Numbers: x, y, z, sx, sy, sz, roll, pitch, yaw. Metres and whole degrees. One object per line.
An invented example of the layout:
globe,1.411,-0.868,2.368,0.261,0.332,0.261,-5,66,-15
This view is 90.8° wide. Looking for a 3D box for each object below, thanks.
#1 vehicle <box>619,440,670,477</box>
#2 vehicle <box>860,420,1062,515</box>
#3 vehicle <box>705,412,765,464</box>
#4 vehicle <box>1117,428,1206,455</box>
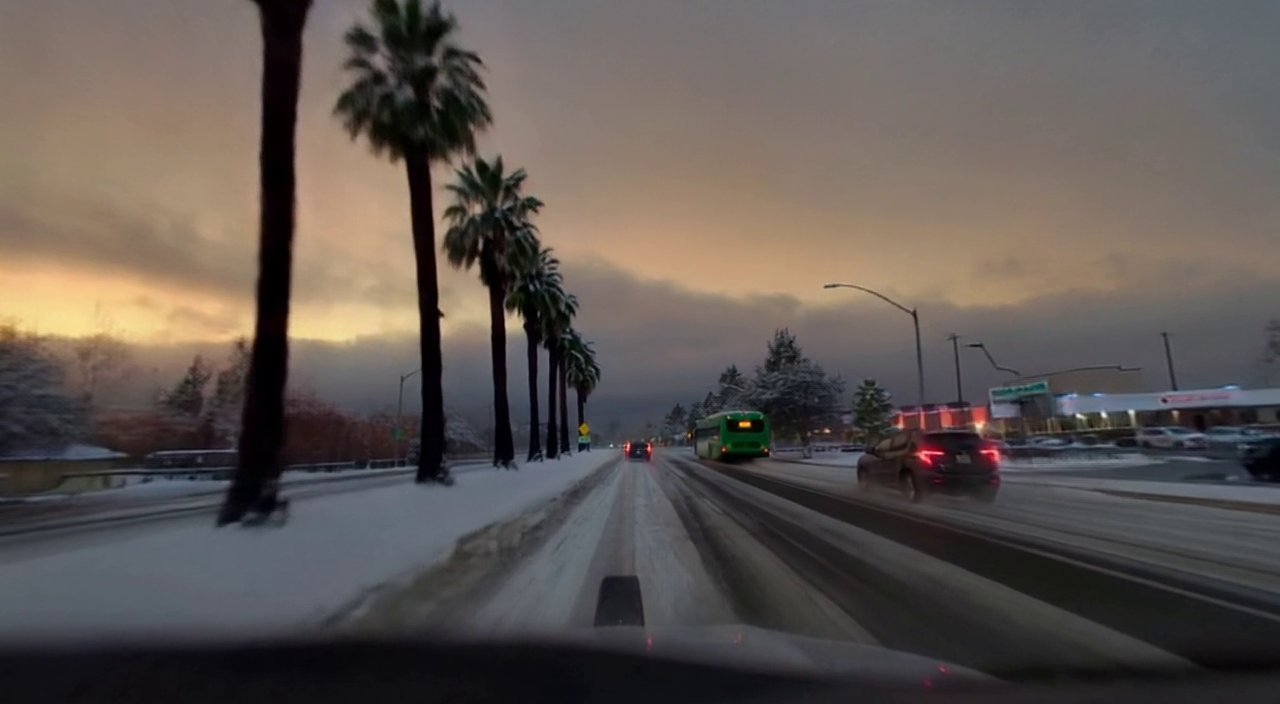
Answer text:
vehicle,0.177,4.691,28.063,2.065,1.477,4.306,0,-9,0
vehicle,6.430,2.369,13.334,2.031,1.670,4.154,0,-9,0
vehicle,6.675,6.318,45.918,2.795,3.383,9.287,0,-9,0
vehicle,35.496,6.174,43.189,1.908,1.637,4.765,-2,-9,0
